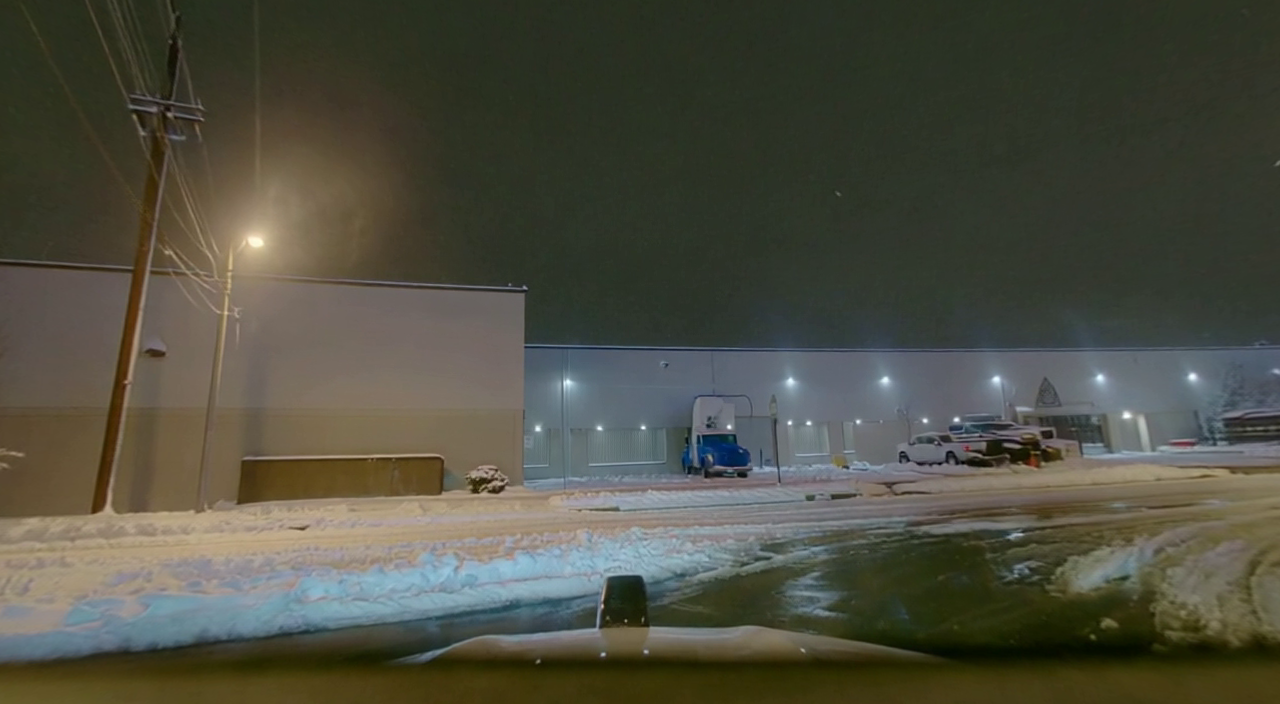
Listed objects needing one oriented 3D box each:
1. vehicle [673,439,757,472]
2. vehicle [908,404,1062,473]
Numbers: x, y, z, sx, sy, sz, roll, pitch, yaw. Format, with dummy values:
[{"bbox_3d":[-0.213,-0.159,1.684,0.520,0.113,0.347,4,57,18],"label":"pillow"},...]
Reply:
[{"bbox_3d":[4.893,6.815,41.659,5.207,2.103,1.997,0,-8,-4],"label":"vehicle"},{"bbox_3d":[17.468,4.433,32.117,6.271,3.004,2.298,-3,-10,-5],"label":"vehicle"}]
